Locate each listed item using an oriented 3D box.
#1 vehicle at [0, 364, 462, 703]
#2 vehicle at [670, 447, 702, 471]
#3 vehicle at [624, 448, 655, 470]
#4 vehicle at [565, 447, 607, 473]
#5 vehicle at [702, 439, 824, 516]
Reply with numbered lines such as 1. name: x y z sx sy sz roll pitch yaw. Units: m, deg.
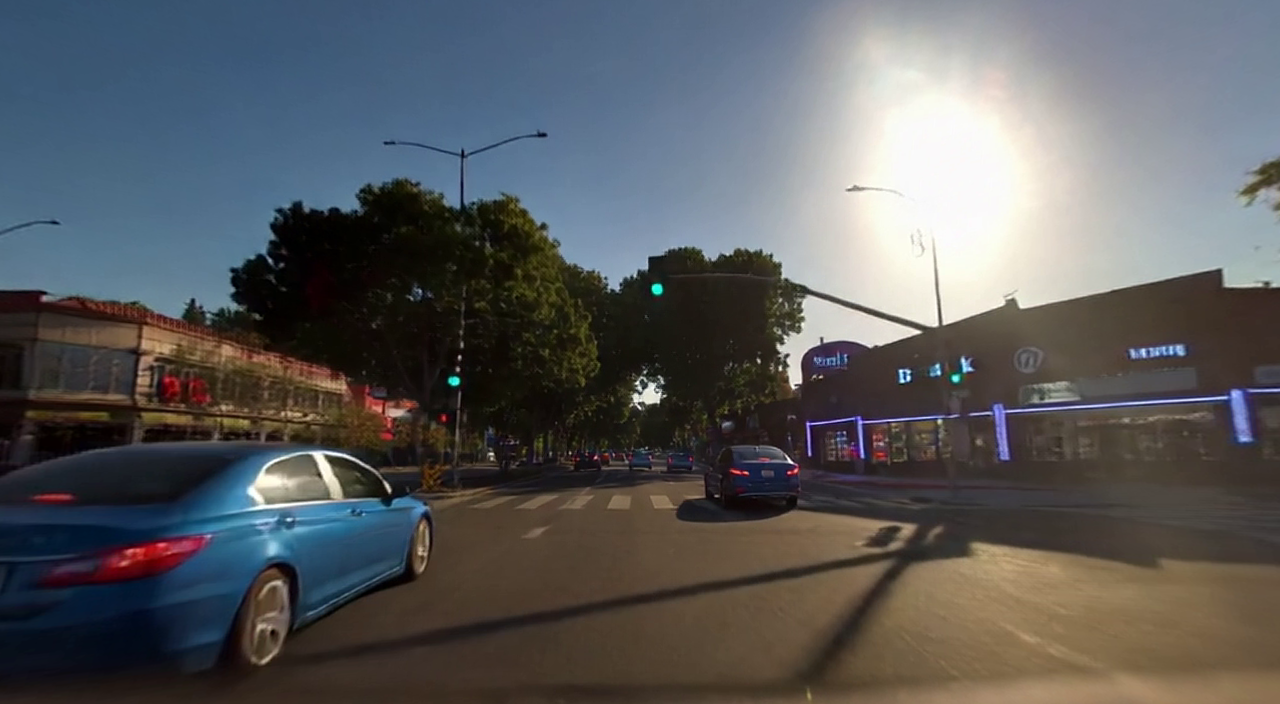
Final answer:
1. vehicle: -3.013 1.222 4.411 2.032 1.639 5.037 -1 -8 1
2. vehicle: 3.265 7.650 45.190 1.931 1.552 4.125 0 -8 0
3. vehicle: -0.078 7.614 45.096 2.070 1.460 4.118 0 -8 -1
4. vehicle: -3.192 6.496 38.142 2.040 1.471 4.211 -1 -8 2
5. vehicle: 2.697 2.847 14.878 1.946 1.513 4.133 0 -8 -1
